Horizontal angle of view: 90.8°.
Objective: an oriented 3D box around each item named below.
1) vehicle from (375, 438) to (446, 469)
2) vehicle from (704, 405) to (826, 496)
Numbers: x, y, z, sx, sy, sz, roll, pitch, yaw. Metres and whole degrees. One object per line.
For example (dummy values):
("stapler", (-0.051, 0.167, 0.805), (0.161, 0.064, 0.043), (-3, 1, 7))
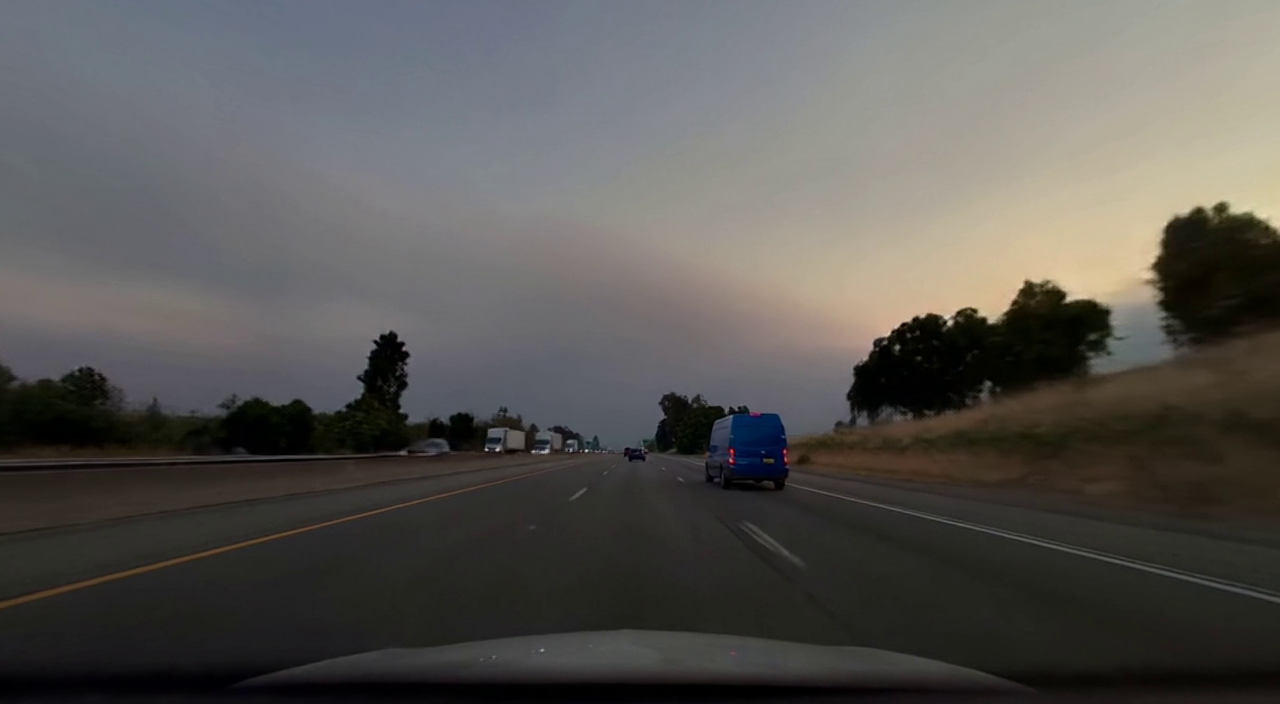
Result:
("vehicle", (-11.672, 5.208, 32.424), (2.045, 1.472, 4.396), (0, -9, 0))
("vehicle", (3.833, 3.267, 21.035), (2.552, 2.524, 6.630), (0, -9, -1))
